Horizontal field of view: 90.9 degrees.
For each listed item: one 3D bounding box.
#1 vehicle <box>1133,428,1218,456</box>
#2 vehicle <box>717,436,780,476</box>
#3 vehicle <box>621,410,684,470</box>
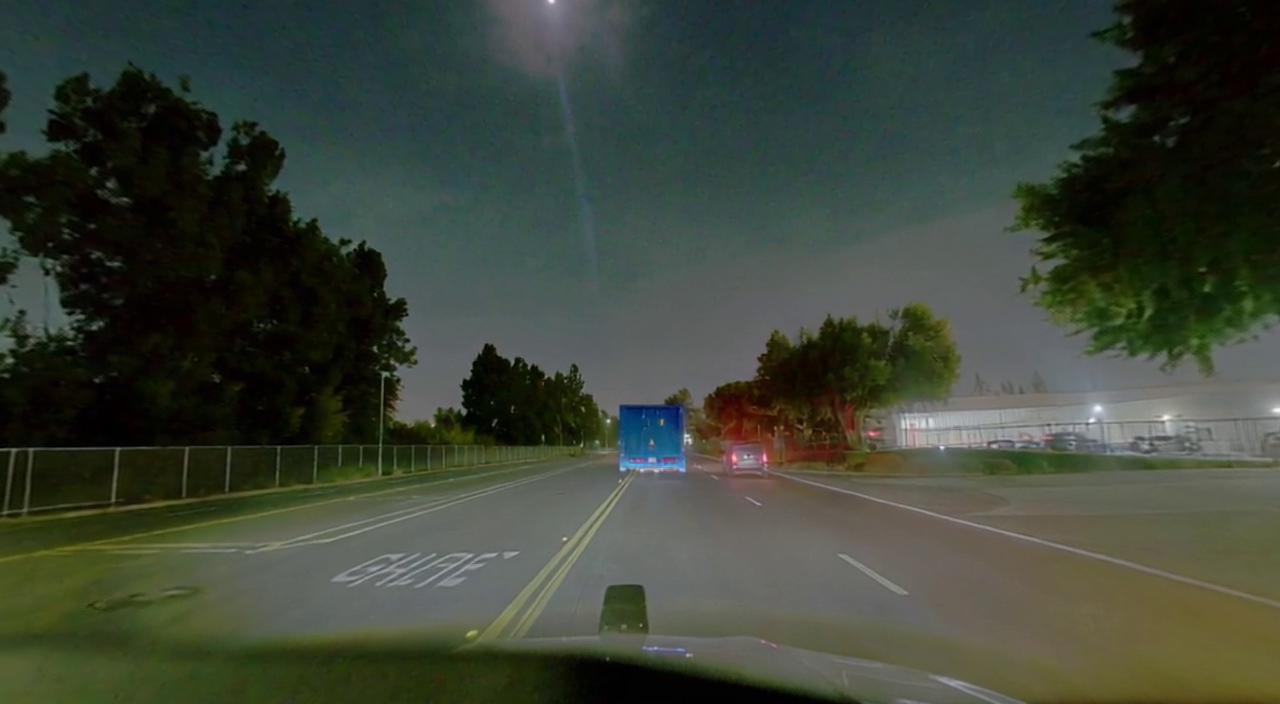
[{"bbox_3d":[37.499,6.381,44.383,2.389,1.806,5.792,-3,-9,18],"label":"vehicle"},{"bbox_3d":[4.852,4.709,28.851,2.151,1.662,4.543,0,-8,1],"label":"vehicle"},{"bbox_3d":[0.708,4.952,35.317,3.197,2.963,7.055,0,-8,1],"label":"vehicle"}]
